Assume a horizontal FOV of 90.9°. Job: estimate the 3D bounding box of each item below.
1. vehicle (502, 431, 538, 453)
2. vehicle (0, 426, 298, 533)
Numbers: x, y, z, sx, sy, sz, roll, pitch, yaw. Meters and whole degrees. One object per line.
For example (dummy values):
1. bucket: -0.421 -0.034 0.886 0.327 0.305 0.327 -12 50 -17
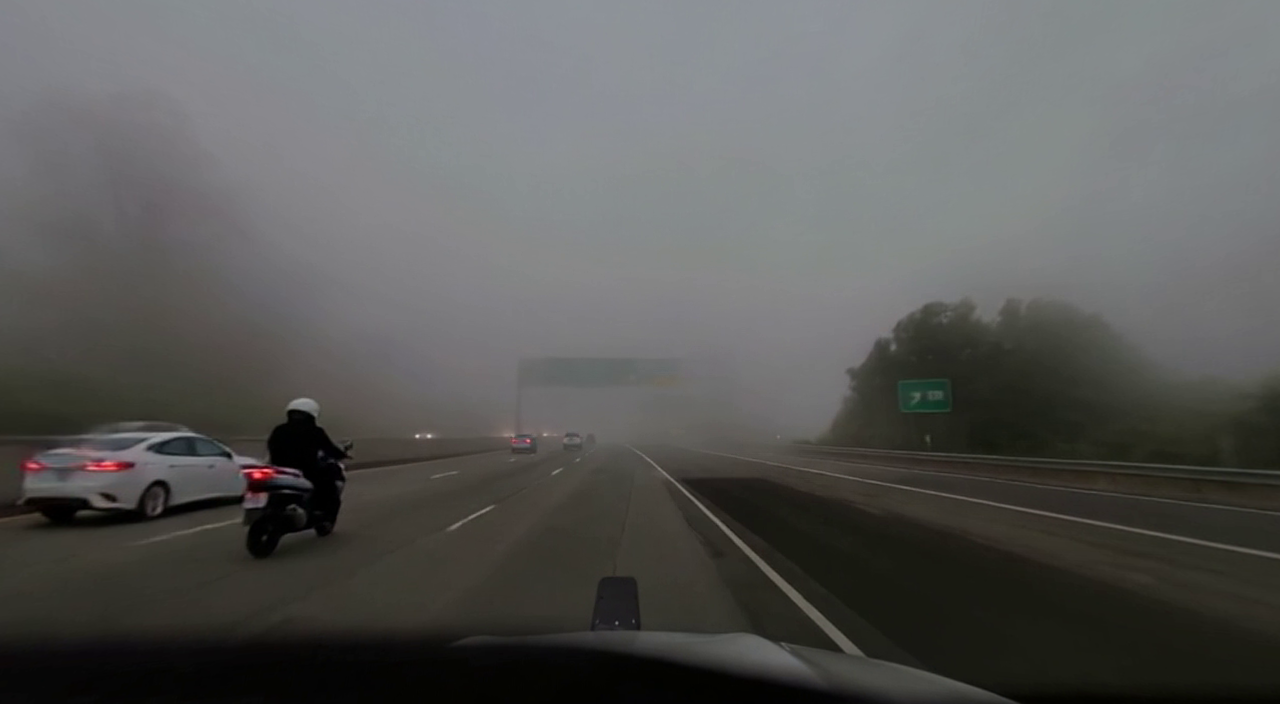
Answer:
1. vehicle: -9.099 6.852 47.978 1.965 1.605 4.115 0 -8 -1
2. vehicle: -8.121 2.008 10.755 2.053 1.409 4.704 0 -8 -2
